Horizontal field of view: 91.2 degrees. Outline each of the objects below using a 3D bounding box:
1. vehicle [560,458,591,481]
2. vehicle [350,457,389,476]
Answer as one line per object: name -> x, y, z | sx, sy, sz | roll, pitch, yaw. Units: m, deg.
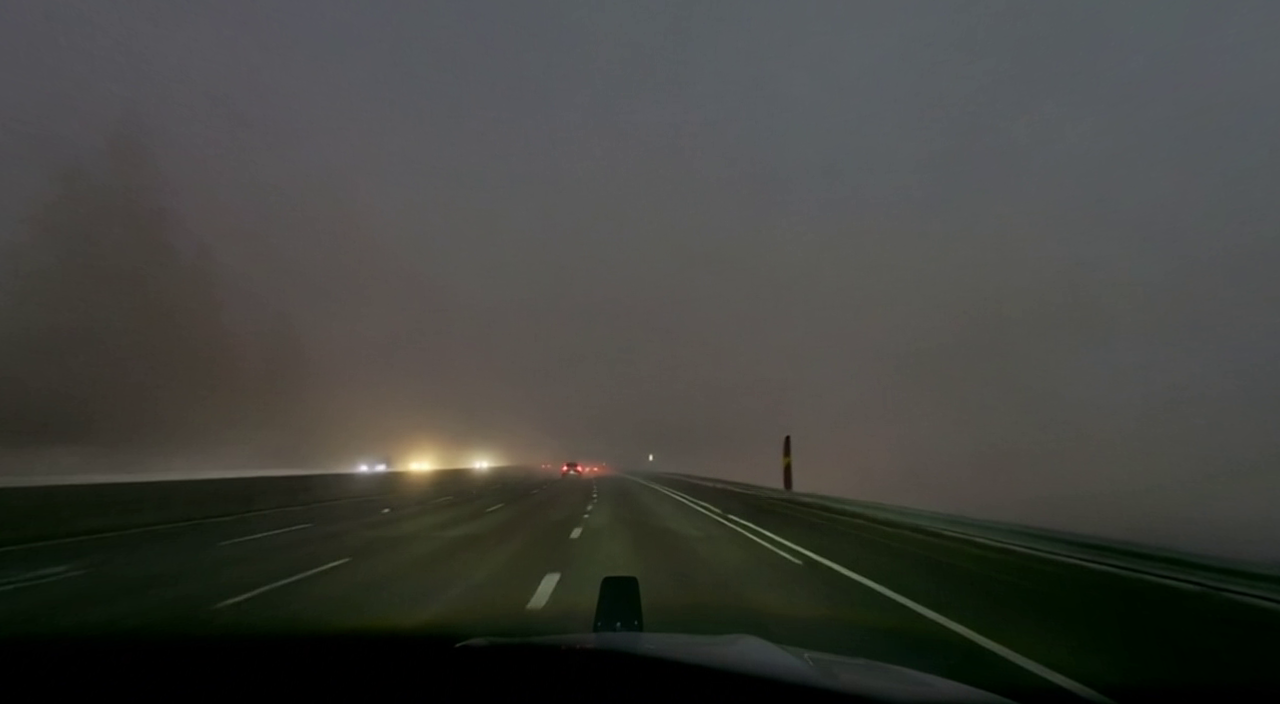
vehicle -> -4.944, 9.033, 48.338 | 2.248, 1.619, 3.848 | 0, -9, -4
vehicle -> -21.129, 8.945, 49.080 | 1.748, 1.391, 3.284 | 2, -8, -5
